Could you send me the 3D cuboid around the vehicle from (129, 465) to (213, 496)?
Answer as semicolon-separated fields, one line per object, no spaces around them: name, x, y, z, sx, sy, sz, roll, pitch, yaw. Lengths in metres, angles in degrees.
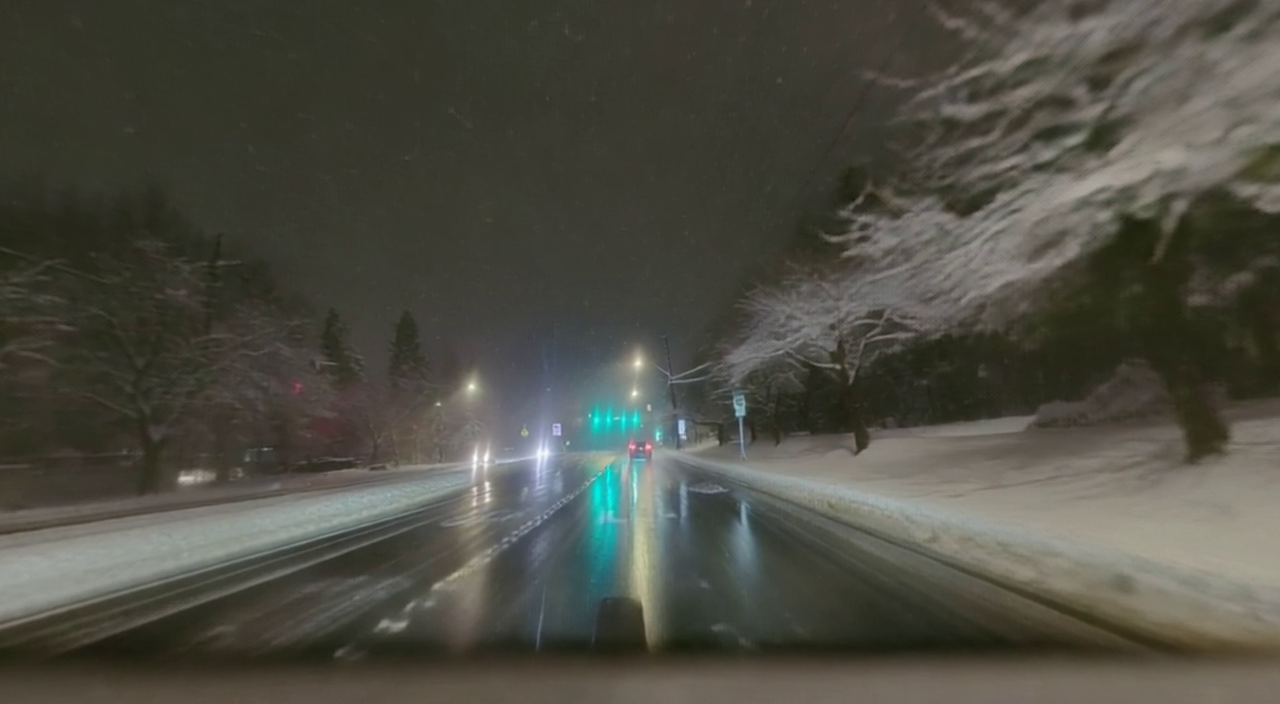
vehicle;-29.664;8.106;40.181;1.949;1.702;4.593;0;-8;-3

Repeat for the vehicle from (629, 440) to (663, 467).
vehicle;0.360;6.510;40.612;2.045;1.613;4.210;0;-8;0
